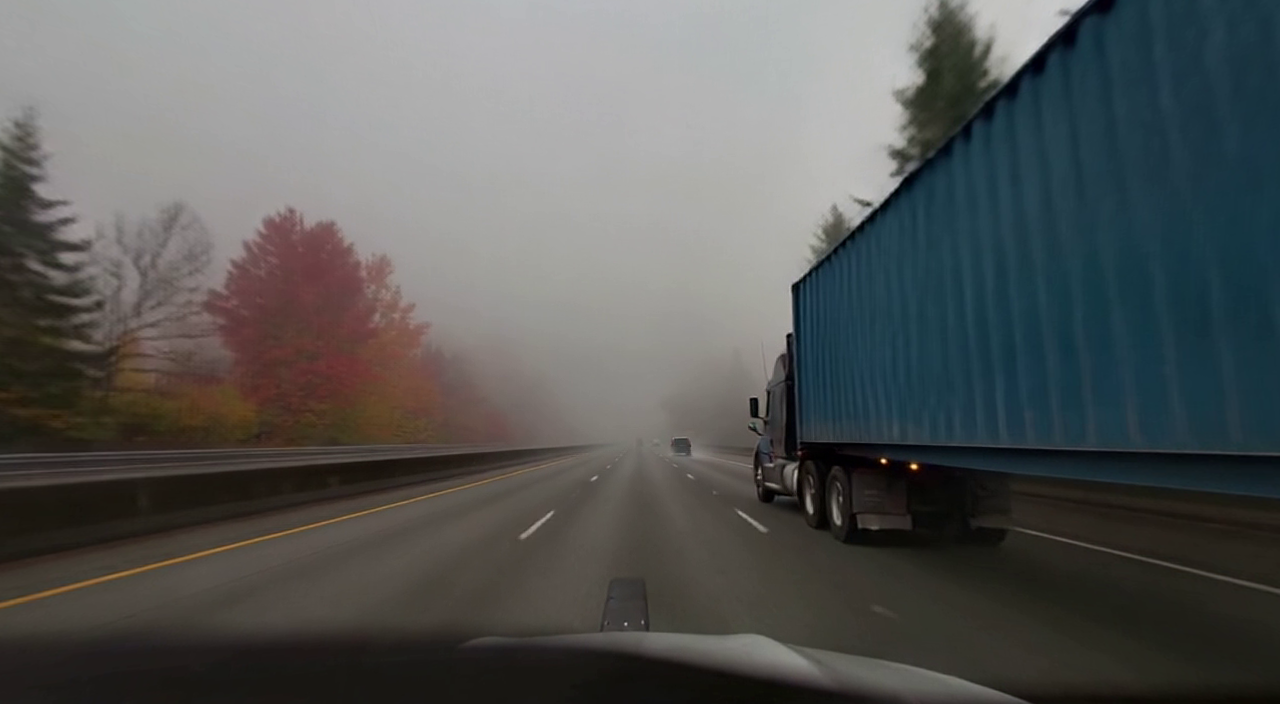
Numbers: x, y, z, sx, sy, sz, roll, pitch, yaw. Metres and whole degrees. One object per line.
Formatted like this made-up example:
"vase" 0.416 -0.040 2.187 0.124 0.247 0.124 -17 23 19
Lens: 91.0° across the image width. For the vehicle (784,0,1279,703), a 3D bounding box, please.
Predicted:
"vehicle" 3.979 -0.121 4.577 2.903 4.003 13.046 0 -8 1
